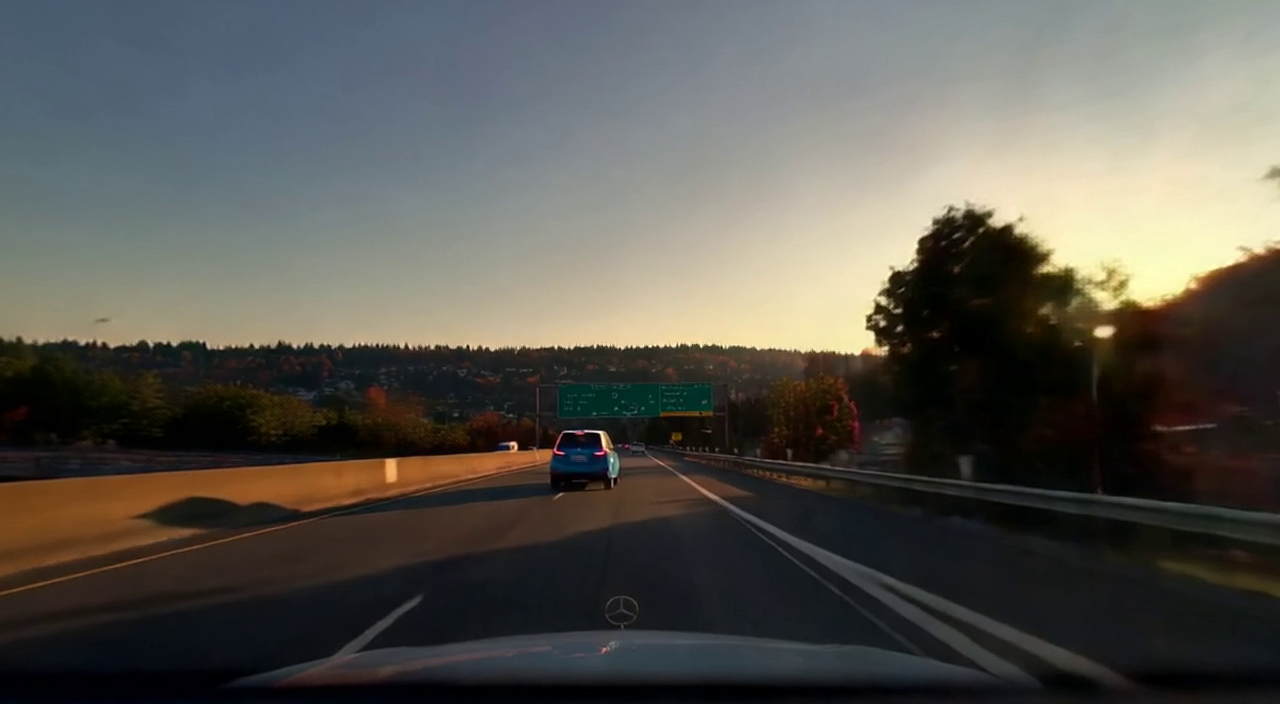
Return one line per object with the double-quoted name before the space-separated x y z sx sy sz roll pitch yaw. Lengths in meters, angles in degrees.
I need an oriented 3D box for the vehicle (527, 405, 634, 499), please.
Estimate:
"vehicle" -1.394 2.666 17.053 2.248 2.154 4.892 0 -8 2
